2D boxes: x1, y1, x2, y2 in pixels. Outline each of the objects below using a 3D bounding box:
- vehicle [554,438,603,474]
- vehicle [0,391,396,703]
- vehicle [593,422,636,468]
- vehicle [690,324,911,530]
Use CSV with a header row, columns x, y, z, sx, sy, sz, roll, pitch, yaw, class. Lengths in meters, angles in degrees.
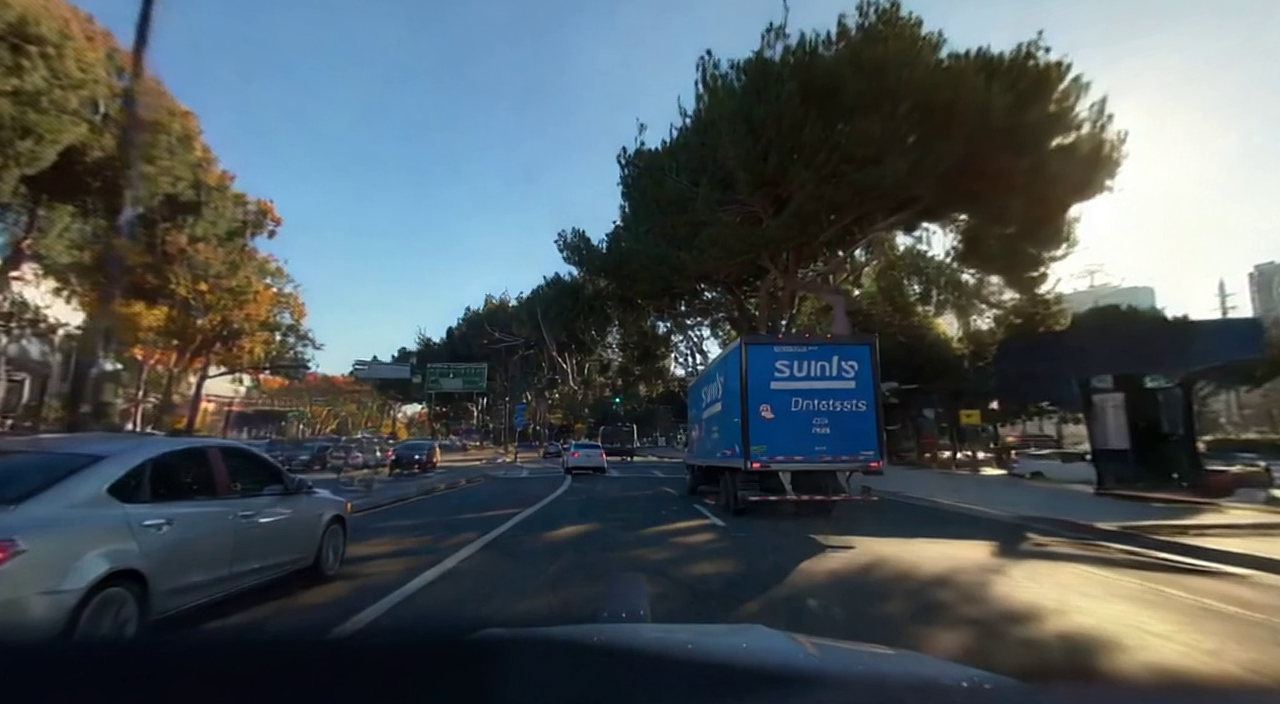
x,y,z,sx,sy,sz,roll,pitch,yaw,class
-3.426,5.662,34.285,2.388,1.811,4.455,1,-9,-8,vehicle
-3.566,1.225,4.550,1.828,1.515,4.422,0,-9,0,vehicle
-2.053,7.090,47.585,2.837,3.142,7.371,2,-9,-5,vehicle
3.168,1.924,15.395,2.905,3.644,8.441,0,-9,-2,vehicle
